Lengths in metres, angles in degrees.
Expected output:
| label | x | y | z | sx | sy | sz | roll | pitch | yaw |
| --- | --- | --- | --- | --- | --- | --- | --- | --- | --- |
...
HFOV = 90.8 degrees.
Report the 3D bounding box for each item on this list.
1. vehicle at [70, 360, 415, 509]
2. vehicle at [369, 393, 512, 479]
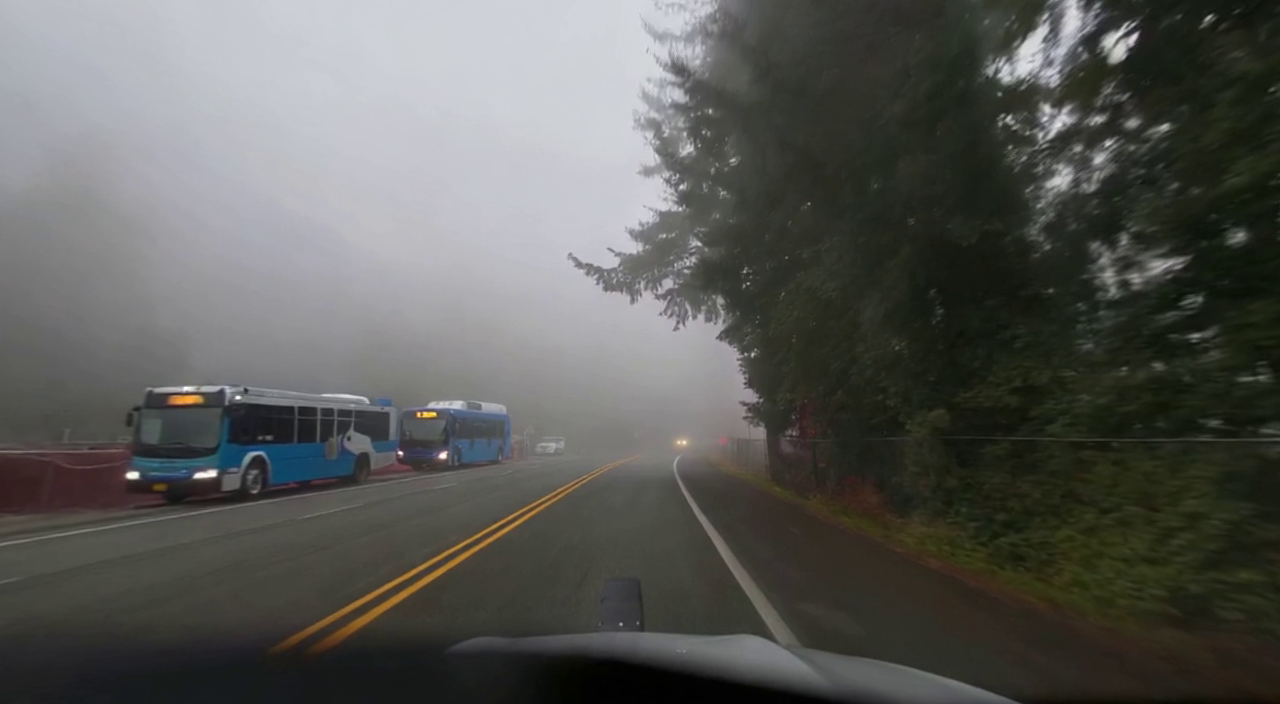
| label | x | y | z | sx | sy | sz | roll | pitch | yaw |
| --- | --- | --- | --- | --- | --- | --- | --- | --- | --- |
| vehicle | -10.687 | 2.544 | 19.009 | 3.057 | 3.290 | 9.617 | -1 | -9 | 8 |
| vehicle | -9.999 | 4.462 | 33.749 | 3.092 | 3.562 | 12.230 | -3 | -8 | 3 |
